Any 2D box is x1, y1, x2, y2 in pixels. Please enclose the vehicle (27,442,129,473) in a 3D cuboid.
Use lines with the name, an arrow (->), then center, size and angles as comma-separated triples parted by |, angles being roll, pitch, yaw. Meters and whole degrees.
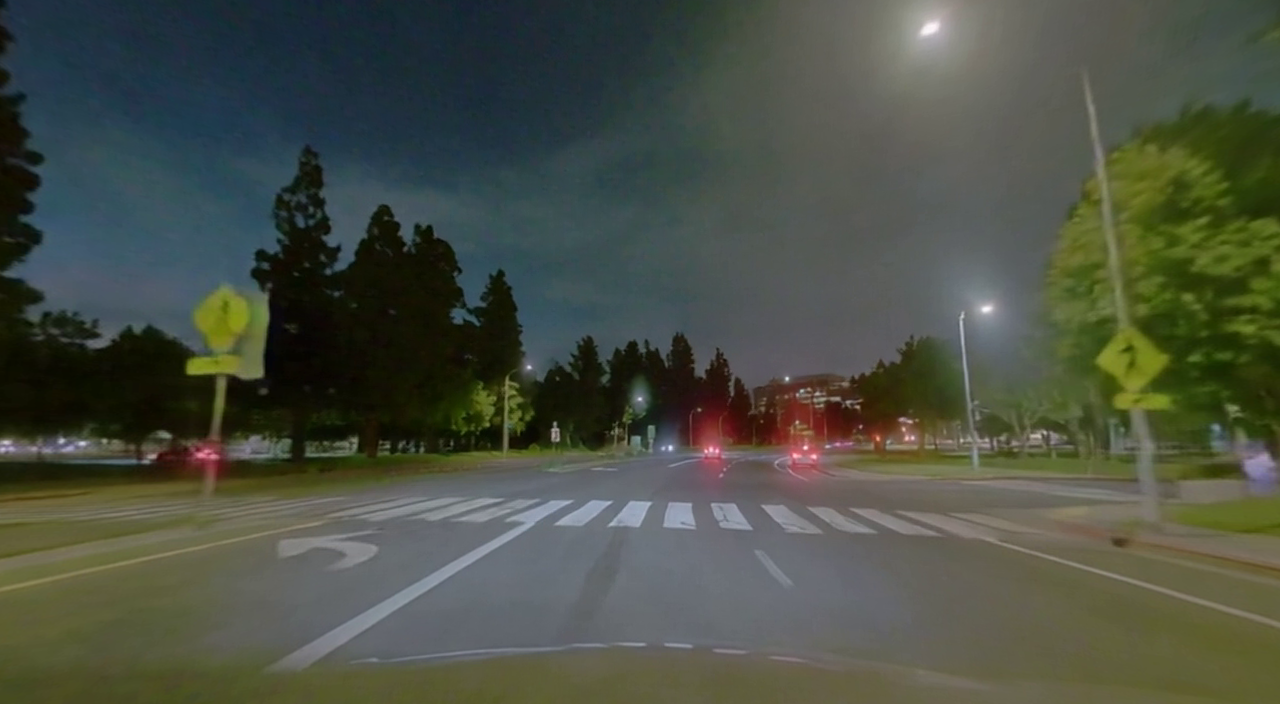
vehicle -> -33.974, 6.348, 38.148 | 4.856, 1.795, 2.030 | -2, -9, 14

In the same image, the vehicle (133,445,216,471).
vehicle -> -32.463, 7.383, 43.993 | 4.787, 1.709, 2.164 | -3, -9, 19
